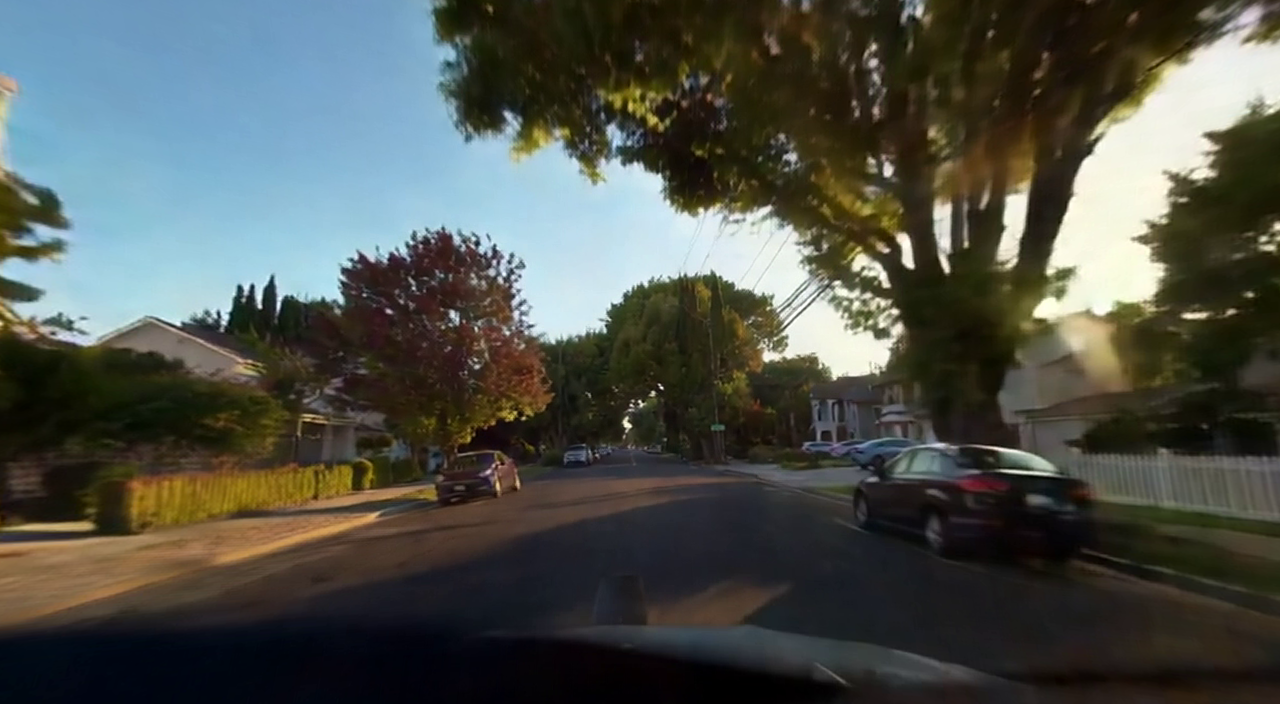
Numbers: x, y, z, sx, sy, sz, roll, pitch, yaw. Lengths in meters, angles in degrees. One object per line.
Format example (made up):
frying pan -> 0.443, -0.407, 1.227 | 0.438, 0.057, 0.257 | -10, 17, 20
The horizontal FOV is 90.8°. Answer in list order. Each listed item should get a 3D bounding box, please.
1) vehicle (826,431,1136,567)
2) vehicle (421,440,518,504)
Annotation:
vehicle -> 4.598, 2.018, 9.486 | 2.170, 1.549, 4.178 | 0, -9, -3
vehicle -> -5.403, 3.801, 20.597 | 1.970, 1.666, 4.223 | -3, -7, 0
